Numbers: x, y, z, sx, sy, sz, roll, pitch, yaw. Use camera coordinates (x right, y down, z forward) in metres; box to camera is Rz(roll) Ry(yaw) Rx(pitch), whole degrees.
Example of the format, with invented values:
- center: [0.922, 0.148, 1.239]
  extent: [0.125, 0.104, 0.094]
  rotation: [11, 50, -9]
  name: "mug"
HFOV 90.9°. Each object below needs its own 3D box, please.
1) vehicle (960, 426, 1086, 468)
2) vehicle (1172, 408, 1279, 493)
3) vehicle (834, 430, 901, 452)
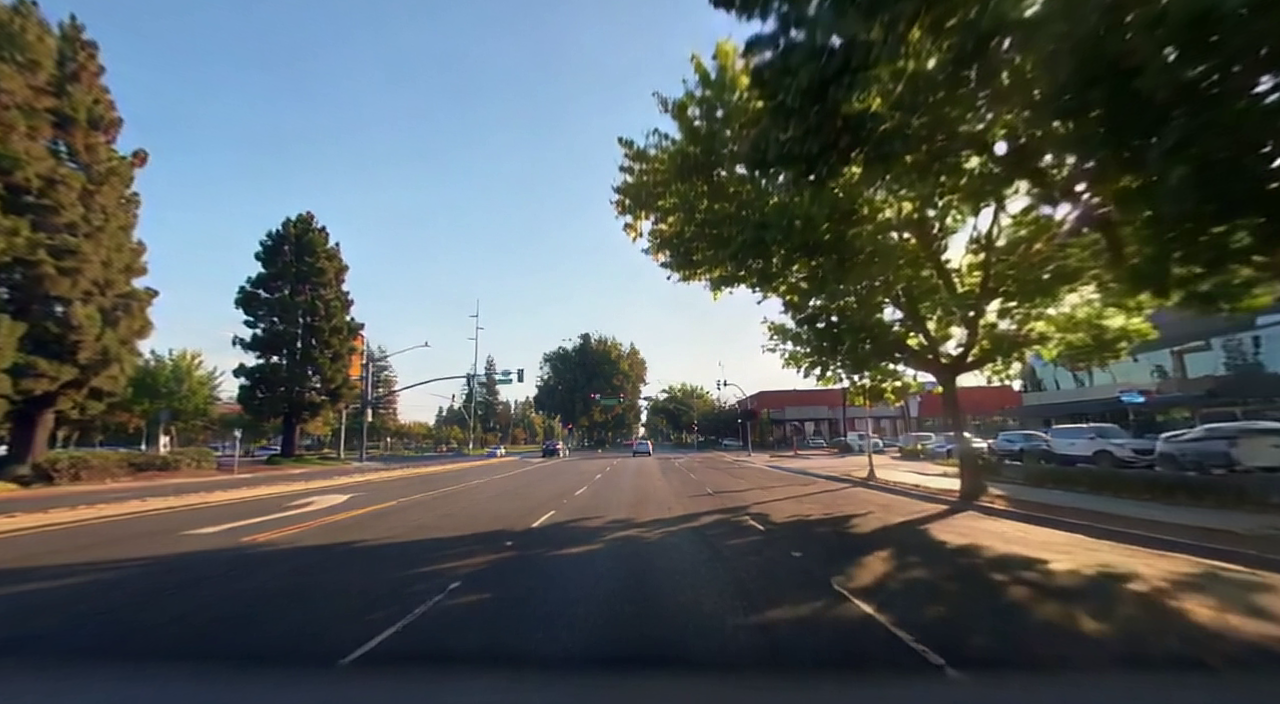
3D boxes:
- center: [17.123, 4.237, 28.350]
  extent: [4.362, 1.455, 1.816]
  rotation: [-5, -7, 1]
  name: "vehicle"
- center: [15.946, 2.202, 14.876]
  extent: [4.749, 1.785, 2.137]
  rotation: [-2, -7, 0]
  name: "vehicle"
- center: [17.664, 6.949, 49.135]
  extent: [4.498, 1.671, 1.887]
  rotation: [-1, -8, 2]
  name: "vehicle"
